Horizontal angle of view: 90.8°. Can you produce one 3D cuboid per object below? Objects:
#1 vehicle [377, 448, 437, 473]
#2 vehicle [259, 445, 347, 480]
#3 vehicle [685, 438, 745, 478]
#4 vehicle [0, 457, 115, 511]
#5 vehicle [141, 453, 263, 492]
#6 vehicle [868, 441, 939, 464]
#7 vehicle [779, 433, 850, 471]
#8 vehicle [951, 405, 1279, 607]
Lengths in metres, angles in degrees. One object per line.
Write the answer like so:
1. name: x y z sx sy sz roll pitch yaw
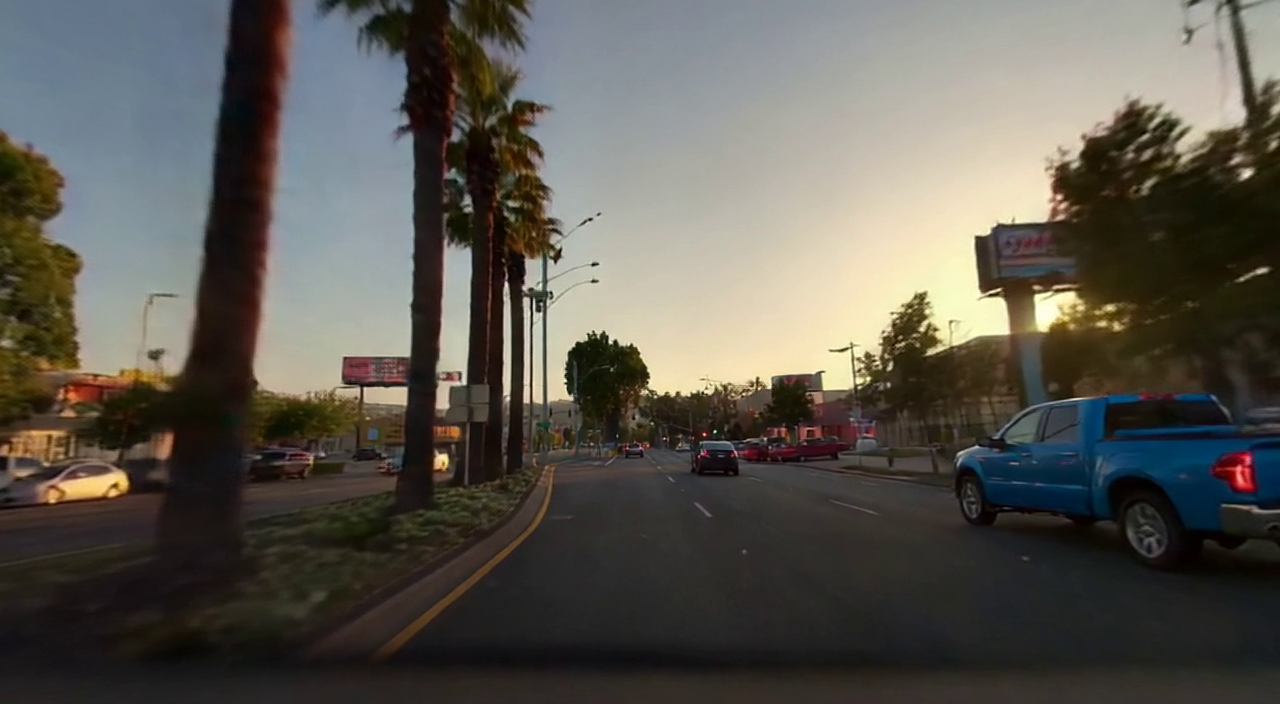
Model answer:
1. vehicle: -15.632 7.313 42.715 2.174 1.509 4.958 -1 -9 0
2. vehicle: -19.103 6.263 36.119 2.066 1.825 5.291 0 -9 0
3. vehicle: 3.148 4.549 27.257 1.889 1.541 4.303 1 -9 -2
4. vehicle: -19.336 4.043 19.674 1.900 1.481 4.684 0 -9 0
5. vehicle: -19.396 5.333 28.337 1.871 1.519 5.002 0 -9 0
6. vehicle: 18.664 7.169 44.828 4.245 1.481 1.899 -9 -15 39
7. vehicle: 10.238 5.970 37.709 2.417 2.061 5.980 0 -9 -1
8. vehicle: 6.198 1.627 7.590 2.140 1.606 5.437 0 -9 0
